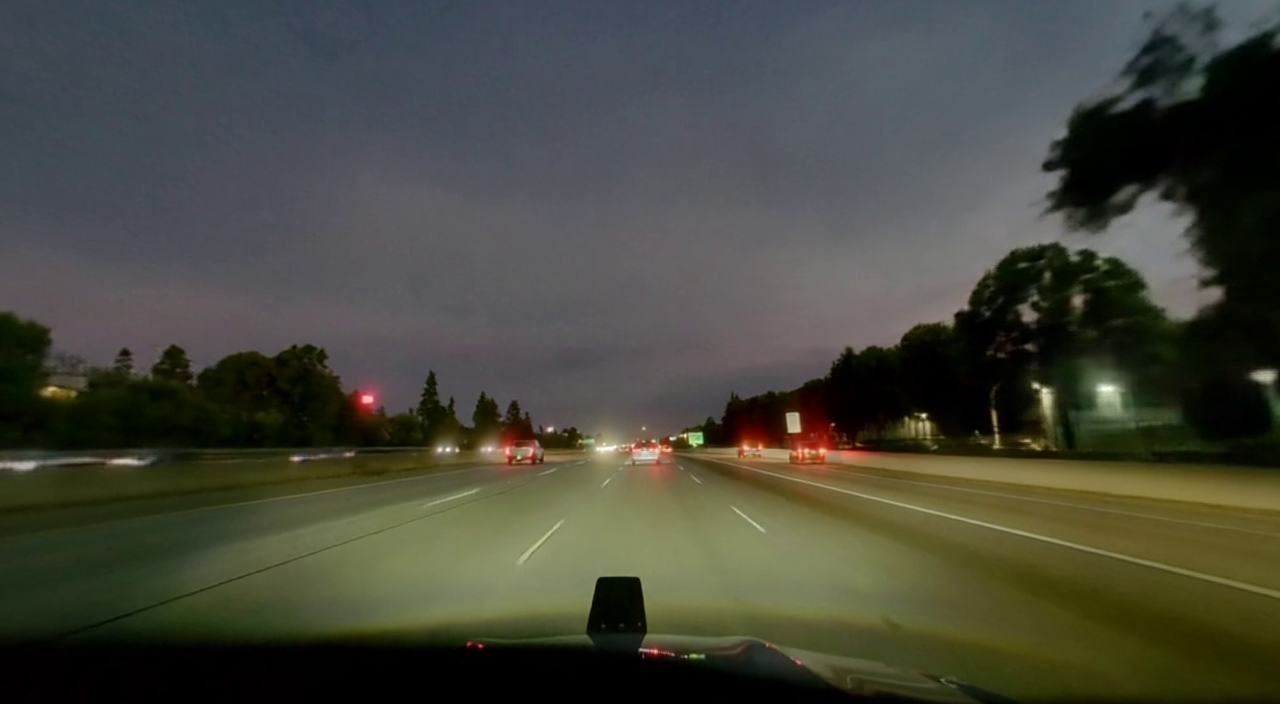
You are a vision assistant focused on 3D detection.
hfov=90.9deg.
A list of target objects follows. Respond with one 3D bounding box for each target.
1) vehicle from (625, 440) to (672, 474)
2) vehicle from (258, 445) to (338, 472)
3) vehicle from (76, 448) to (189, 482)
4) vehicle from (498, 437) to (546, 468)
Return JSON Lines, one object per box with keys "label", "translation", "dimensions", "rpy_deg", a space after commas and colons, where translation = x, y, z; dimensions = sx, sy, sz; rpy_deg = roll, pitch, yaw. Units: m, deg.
{"label": "vehicle", "translation": [0.373, 5.019, 30.338], "dimensions": [2.112, 1.482, 4.082], "rpy_deg": [0, -8, 0]}
{"label": "vehicle", "translation": [-20.583, 6.385, 38.258], "dimensions": [1.972, 1.513, 4.973], "rpy_deg": [0, -8, 1]}
{"label": "vehicle", "translation": [-25.230, 5.600, 31.593], "dimensions": [1.868, 1.503, 4.480], "rpy_deg": [0, -8, 1]}
{"label": "vehicle", "translation": [-7.314, 6.267, 39.592], "dimensions": [2.093, 1.789, 4.399], "rpy_deg": [0, -8, 1]}
